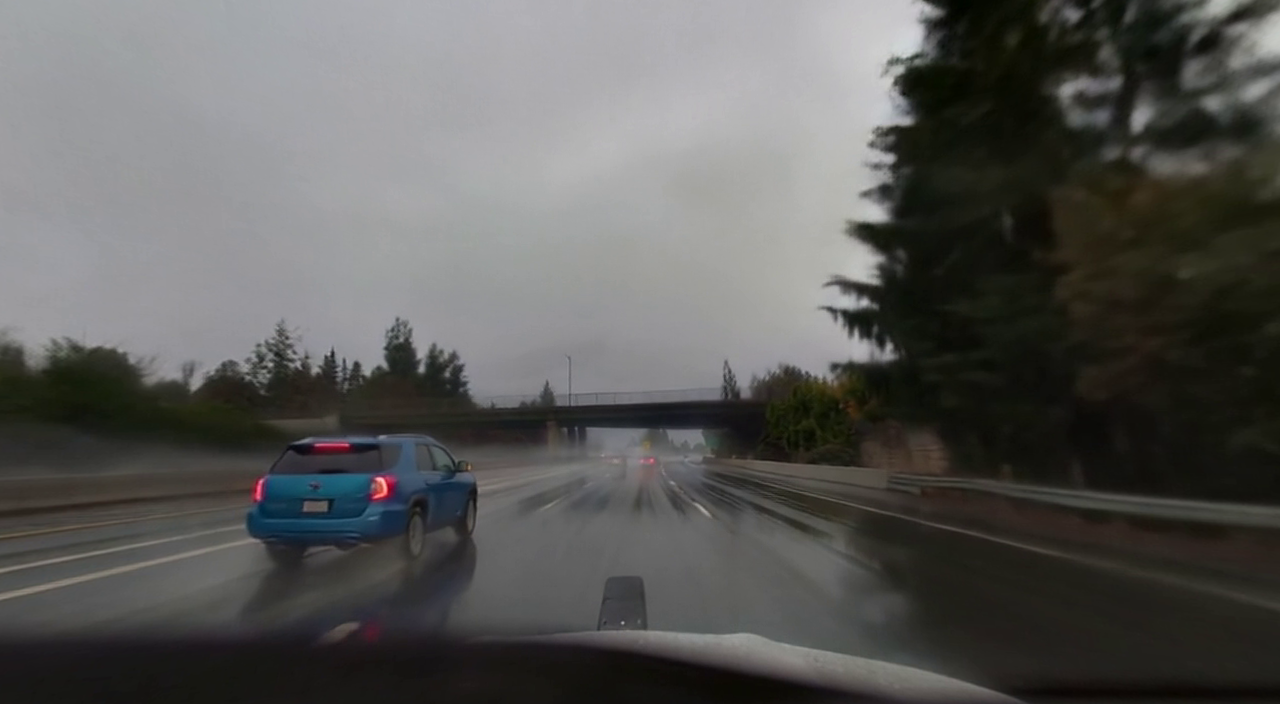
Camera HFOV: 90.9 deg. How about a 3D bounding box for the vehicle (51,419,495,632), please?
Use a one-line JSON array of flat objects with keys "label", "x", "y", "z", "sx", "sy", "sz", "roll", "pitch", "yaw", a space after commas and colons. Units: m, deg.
[{"label": "vehicle", "x": -3.409, "y": 1.727, "z": 7.355, "sx": 2.274, "sy": 1.628, "sz": 4.807, "roll": 0, "pitch": -9, "yaw": 0}]
